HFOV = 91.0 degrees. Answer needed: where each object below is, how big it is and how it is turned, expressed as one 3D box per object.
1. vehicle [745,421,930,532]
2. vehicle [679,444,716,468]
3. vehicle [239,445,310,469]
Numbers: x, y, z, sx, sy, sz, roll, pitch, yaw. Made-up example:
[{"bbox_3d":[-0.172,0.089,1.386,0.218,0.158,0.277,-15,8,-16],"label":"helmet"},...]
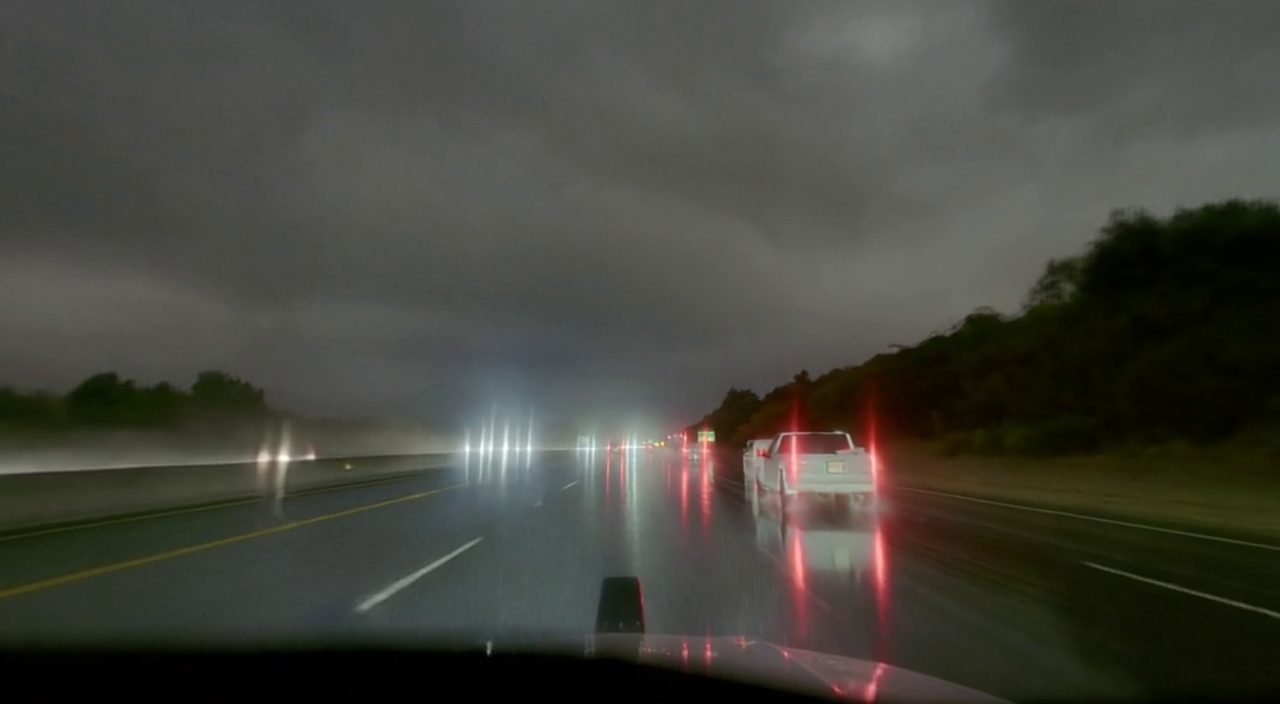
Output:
[{"bbox_3d":[3.373,2.224,11.751,2.095,1.668,4.135,0,-9,0],"label":"vehicle"},{"bbox_3d":[3.715,6.824,41.432,2.047,1.501,4.237,0,-9,0],"label":"vehicle"},{"bbox_3d":[-24.420,7.033,42.309,1.863,1.467,4.674,0,-9,2],"label":"vehicle"}]
